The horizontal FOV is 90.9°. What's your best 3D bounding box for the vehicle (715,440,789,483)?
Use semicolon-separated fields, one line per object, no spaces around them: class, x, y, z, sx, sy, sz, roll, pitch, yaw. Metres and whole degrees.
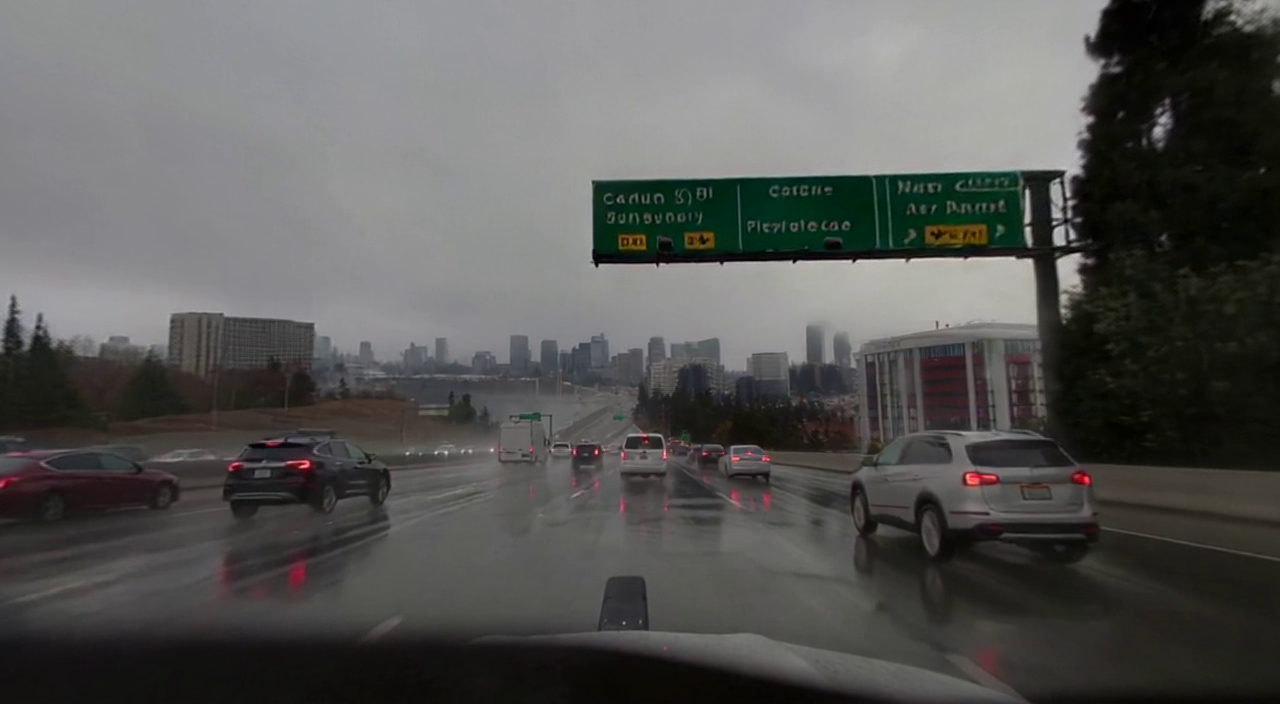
vehicle;4.152;4.118;24.168;1.942;1.487;4.518;0;-8;-1

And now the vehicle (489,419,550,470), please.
vehicle;-7.199;5.624;38.477;2.358;2.817;7.055;0;-8;0

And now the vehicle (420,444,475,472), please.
vehicle;-10.997;6.074;36.282;1.923;1.480;3.905;0;-8;0

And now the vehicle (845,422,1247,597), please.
vehicle;4.262;1.684;7.779;1.915;1.482;4.537;0;-8;0

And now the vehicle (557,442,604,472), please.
vehicle;-3.247;5.805;35.179;2.079;1.499;4.512;0;-8;1

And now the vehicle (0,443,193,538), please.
vehicle;-10.894;2.413;11.567;1.970;1.441;4.555;0;-8;1

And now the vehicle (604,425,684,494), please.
vehicle;0.119;3.310;19.836;2.209;1.863;4.626;0;-8;1

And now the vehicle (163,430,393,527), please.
vehicle;-7.021;2.461;12.958;2.021;1.632;4.417;0;-8;1
